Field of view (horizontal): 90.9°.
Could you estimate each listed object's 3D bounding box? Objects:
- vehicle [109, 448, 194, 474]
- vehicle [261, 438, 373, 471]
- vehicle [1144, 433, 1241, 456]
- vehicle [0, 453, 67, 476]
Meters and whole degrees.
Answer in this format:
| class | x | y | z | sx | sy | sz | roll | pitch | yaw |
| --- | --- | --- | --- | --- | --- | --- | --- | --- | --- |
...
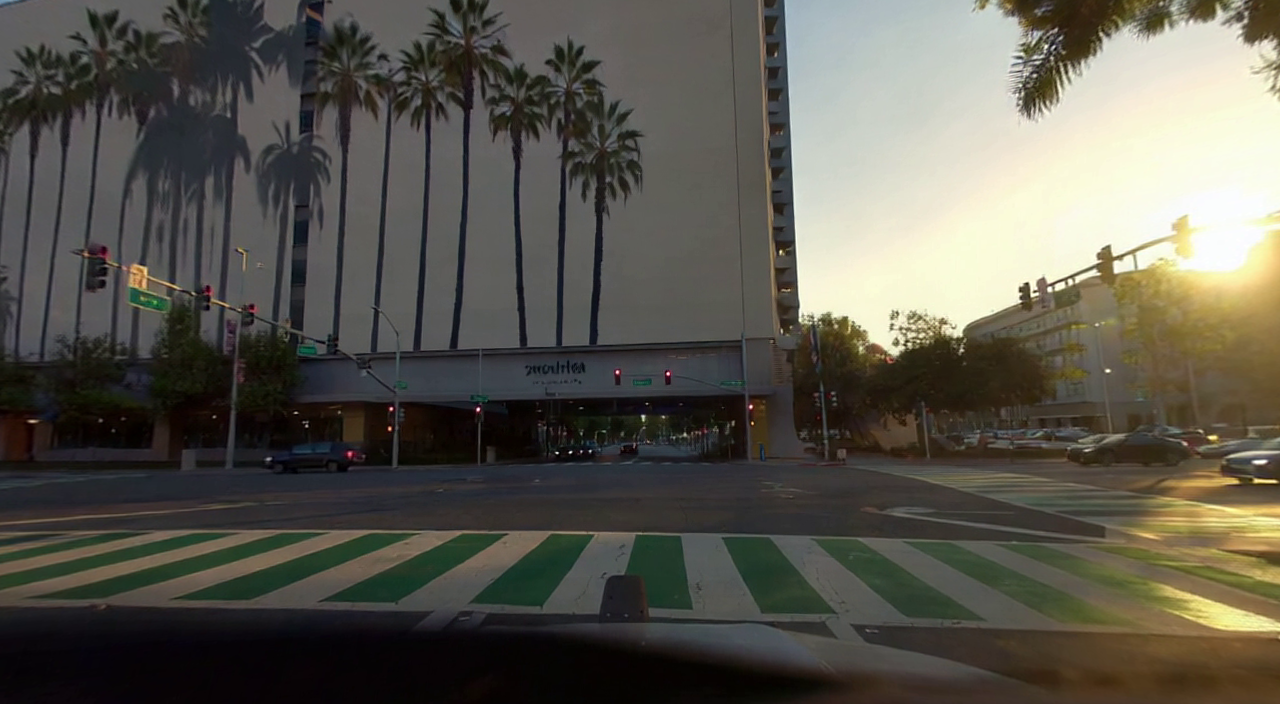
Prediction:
| class | x | y | z | sx | sy | sz | roll | pitch | yaw |
| --- | --- | --- | --- | --- | --- | --- | --- | --- | --- |
| vehicle | -33.074 | 7.395 | 42.752 | 4.136 | 1.661 | 1.857 | 0 | -8 | 1 |
| vehicle | -19.194 | 6.109 | 37.659 | 5.477 | 1.880 | 2.125 | 0 | -8 | 1 |
| vehicle | 36.152 | 6.043 | 41.305 | 4.606 | 1.449 | 1.687 | 0 | -8 | 2 |
| vehicle | -41.663 | 7.606 | 42.768 | 3.698 | 1.508 | 1.779 | 0 | -8 | 1 |
